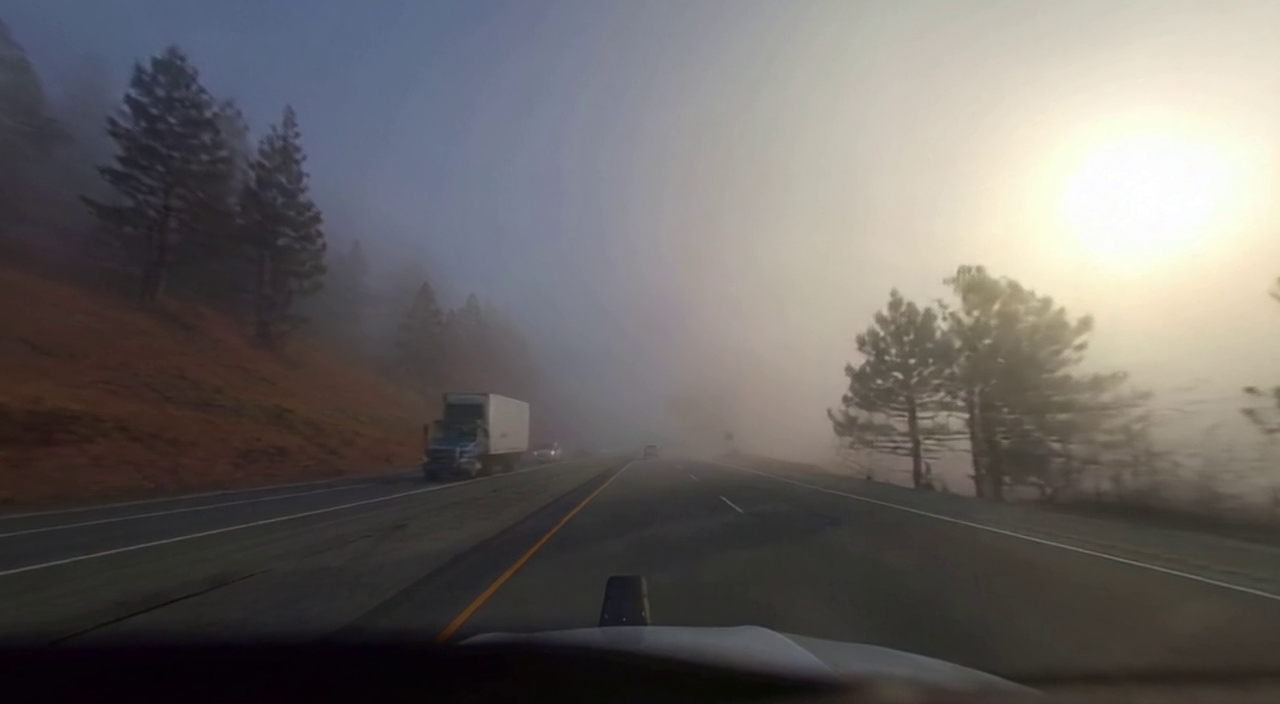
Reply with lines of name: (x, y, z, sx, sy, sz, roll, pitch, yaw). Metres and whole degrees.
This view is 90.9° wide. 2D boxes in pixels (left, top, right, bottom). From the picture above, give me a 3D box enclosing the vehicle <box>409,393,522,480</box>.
vehicle: (-8.804, 4.537, 33.369, 2.929, 3.915, 9.419, -1, -8, 2)
